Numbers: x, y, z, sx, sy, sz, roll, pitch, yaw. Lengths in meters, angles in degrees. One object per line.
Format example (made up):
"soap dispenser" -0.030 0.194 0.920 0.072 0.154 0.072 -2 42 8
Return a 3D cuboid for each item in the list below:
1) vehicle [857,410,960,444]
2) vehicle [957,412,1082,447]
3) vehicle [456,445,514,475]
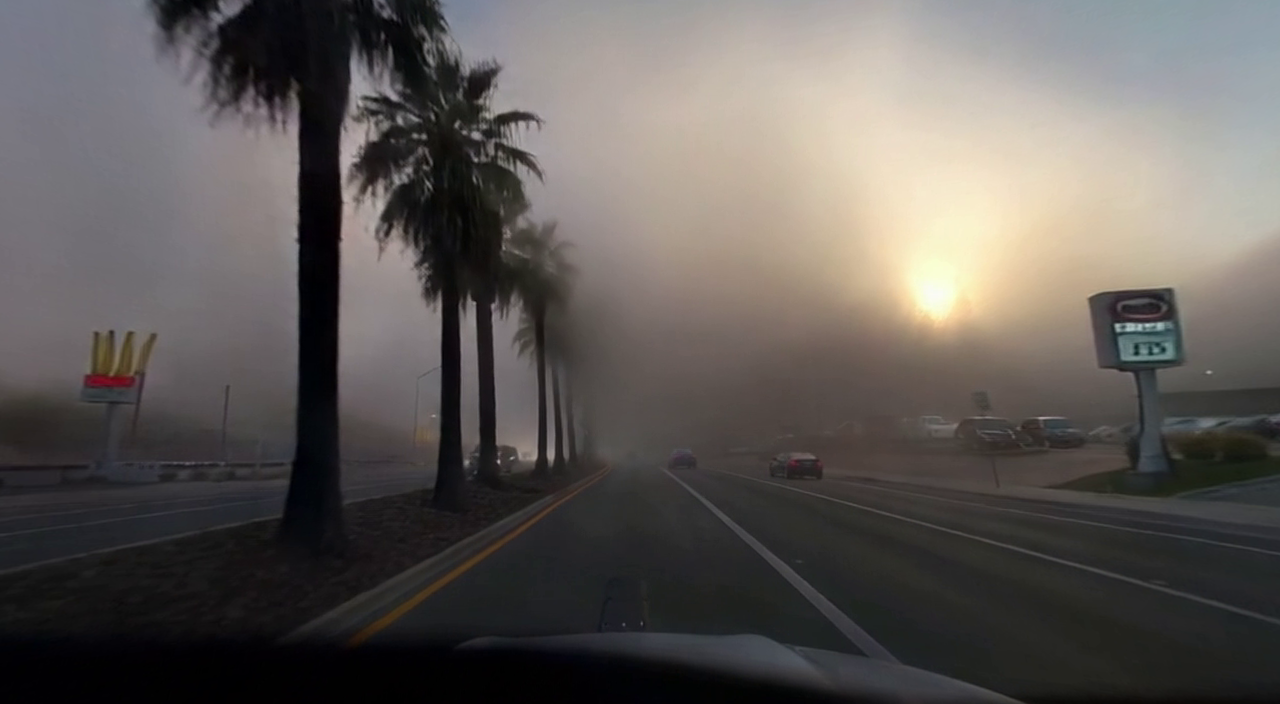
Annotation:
"vehicle" 17.991 5.093 42.518 5.817 1.906 2.230 -2 -12 0
"vehicle" 18.692 3.882 31.256 4.649 1.662 2.349 0 -9 1
"vehicle" -9.328 6.532 38.502 2.361 1.733 5.099 0 -8 -2
